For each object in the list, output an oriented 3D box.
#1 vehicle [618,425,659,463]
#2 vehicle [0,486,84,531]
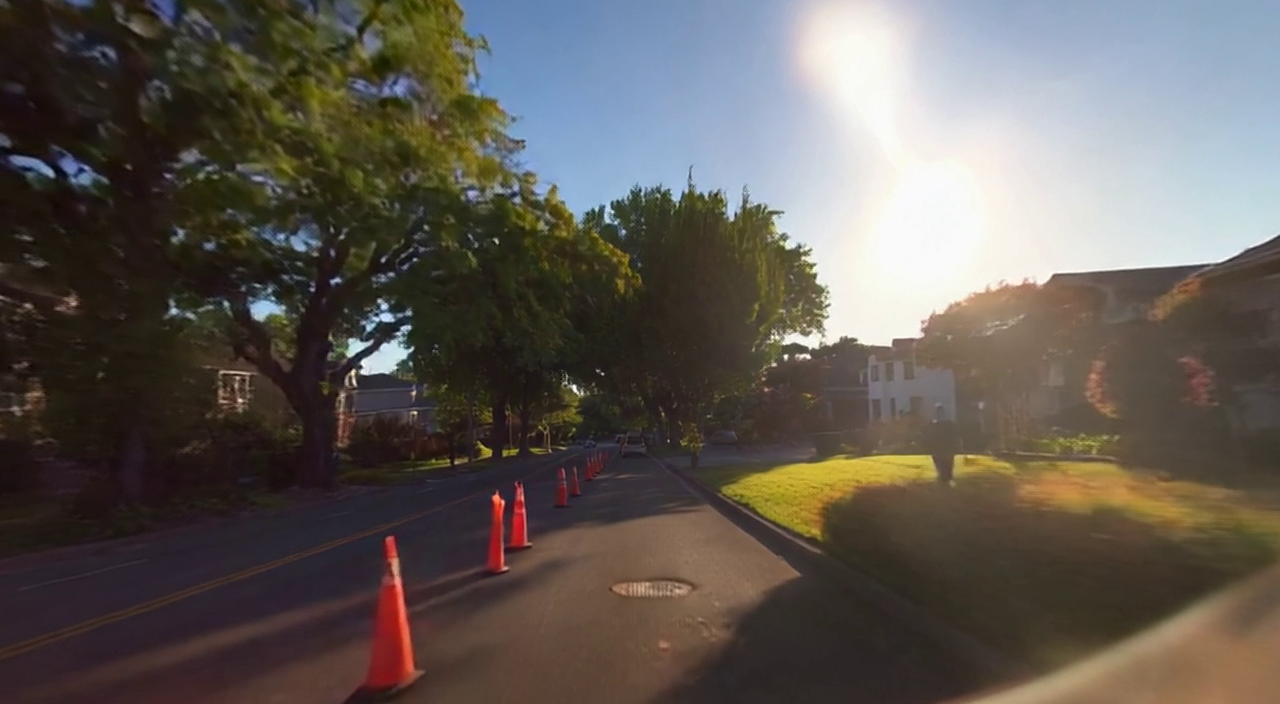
[{"bbox_3d":[-0.156,5.338,36.595,2.169,2.015,5.206,0,-9,-2],"label":"vehicle"},{"bbox_3d":[-25.423,6.371,25.930,4.314,1.583,1.779,-4,-10,18],"label":"vehicle"}]
